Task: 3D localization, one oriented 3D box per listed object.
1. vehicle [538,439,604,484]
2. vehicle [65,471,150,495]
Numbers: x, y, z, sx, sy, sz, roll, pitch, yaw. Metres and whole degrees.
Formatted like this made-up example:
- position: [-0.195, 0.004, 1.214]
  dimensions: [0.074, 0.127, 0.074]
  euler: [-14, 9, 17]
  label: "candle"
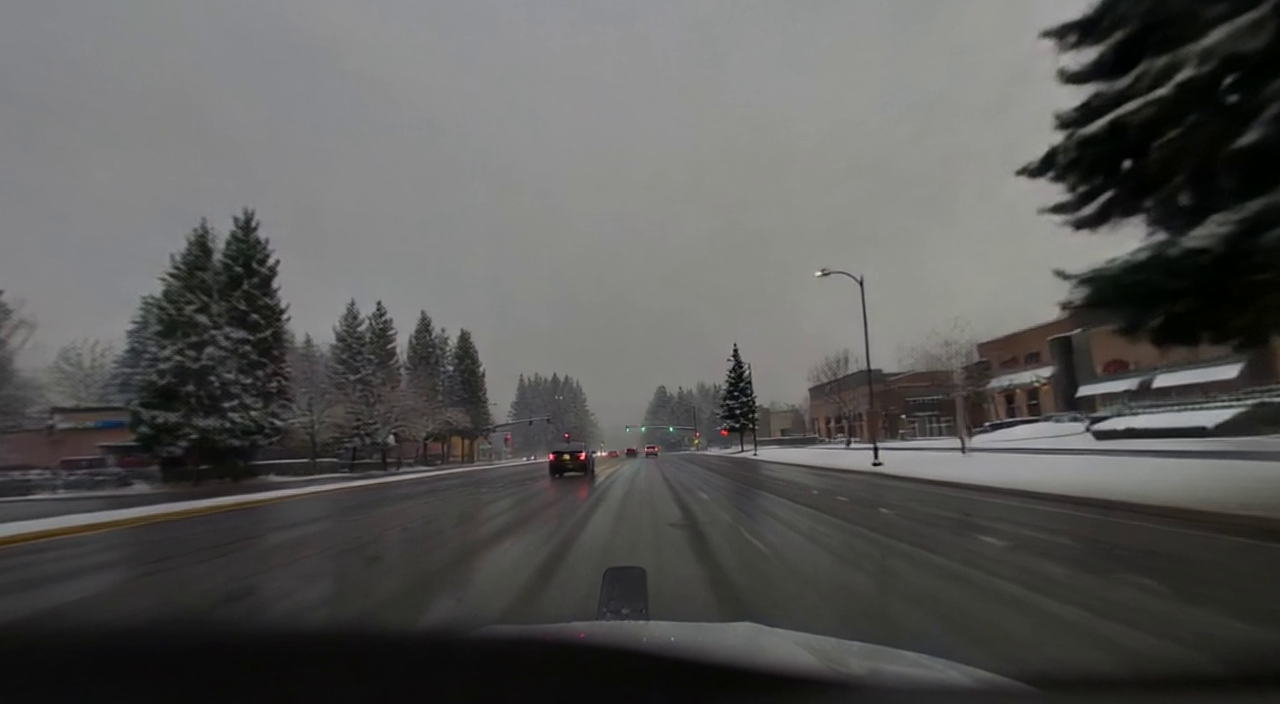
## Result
- position: [-2.705, 4.453, 25.882]
  dimensions: [2.121, 1.656, 4.559]
  euler: [-1, -9, 1]
  label: "vehicle"
- position: [-40.685, 10.030, 48.357]
  dimensions: [2.118, 1.697, 4.886]
  euler: [-2, -11, 2]
  label: "vehicle"
